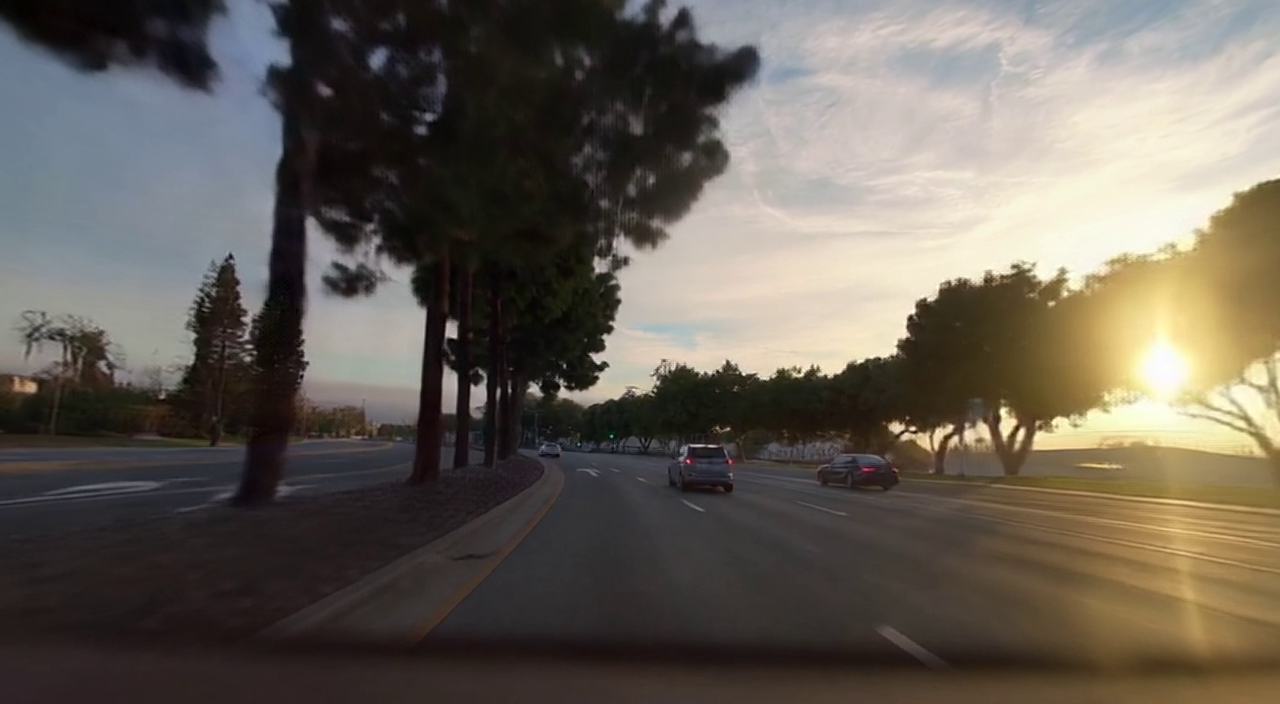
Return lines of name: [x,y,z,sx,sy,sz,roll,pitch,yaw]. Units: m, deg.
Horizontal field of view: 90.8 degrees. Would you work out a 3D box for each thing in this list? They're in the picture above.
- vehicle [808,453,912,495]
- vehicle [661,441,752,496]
vehicle: [8.494,4.732,24.937,1.940,1.460,4.652,1,-9,-7]
vehicle: [2.092,3.856,21.356,2.122,1.646,4.525,1,-9,-6]
